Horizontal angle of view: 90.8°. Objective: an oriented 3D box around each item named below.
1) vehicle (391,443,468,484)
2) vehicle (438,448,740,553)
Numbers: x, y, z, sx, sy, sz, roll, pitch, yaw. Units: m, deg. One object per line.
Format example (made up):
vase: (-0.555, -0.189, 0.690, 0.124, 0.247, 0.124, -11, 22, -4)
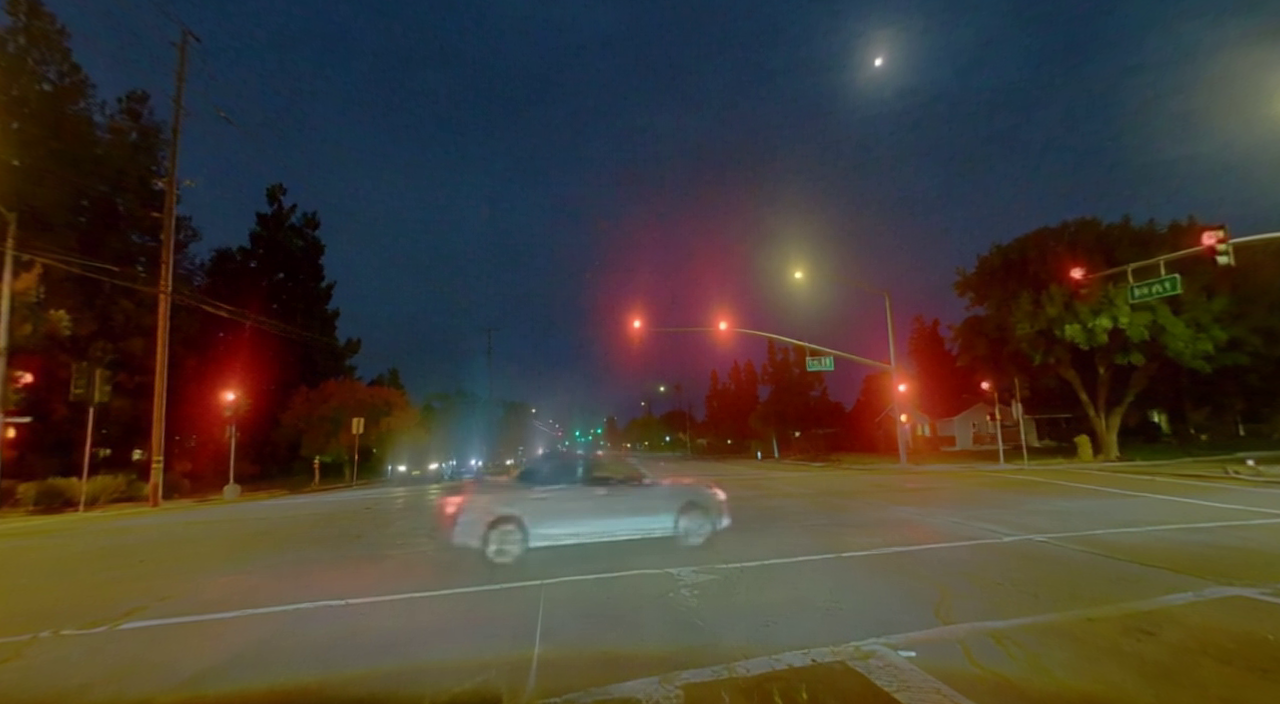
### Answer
vehicle: (-10.181, 5.388, 30.985, 2.241, 1.819, 4.690, 0, -9, -1)
vehicle: (-0.902, 2.254, 10.231, 4.443, 1.367, 2.197, 2, -9, -17)
